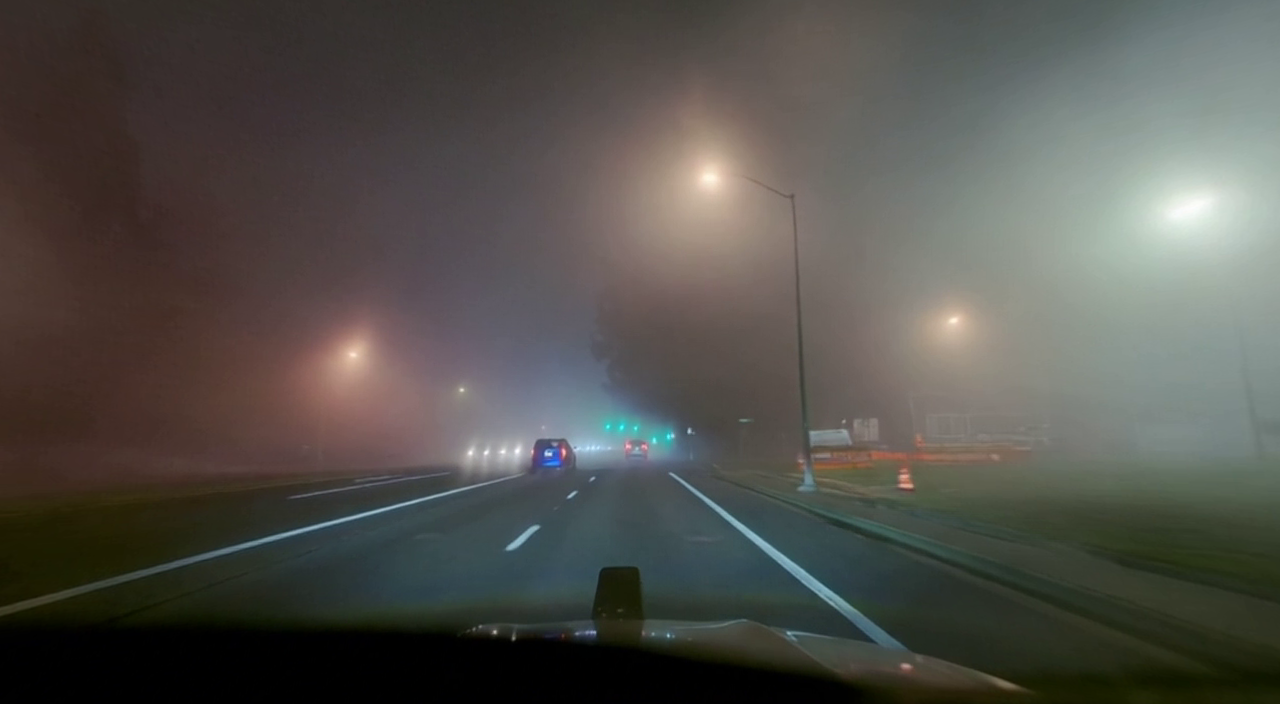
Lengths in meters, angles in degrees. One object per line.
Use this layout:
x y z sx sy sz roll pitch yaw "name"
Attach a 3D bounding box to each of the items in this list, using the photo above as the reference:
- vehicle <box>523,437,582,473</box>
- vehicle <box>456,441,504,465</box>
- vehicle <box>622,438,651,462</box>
-4.391 5.241 32.253 2.198 1.663 4.519 0 -8 2 "vehicle"
-10.698 6.786 42.504 2.009 1.541 4.753 0 -9 -1 "vehicle"
-0.278 7.601 48.870 2.135 1.711 4.124 0 -9 0 "vehicle"
